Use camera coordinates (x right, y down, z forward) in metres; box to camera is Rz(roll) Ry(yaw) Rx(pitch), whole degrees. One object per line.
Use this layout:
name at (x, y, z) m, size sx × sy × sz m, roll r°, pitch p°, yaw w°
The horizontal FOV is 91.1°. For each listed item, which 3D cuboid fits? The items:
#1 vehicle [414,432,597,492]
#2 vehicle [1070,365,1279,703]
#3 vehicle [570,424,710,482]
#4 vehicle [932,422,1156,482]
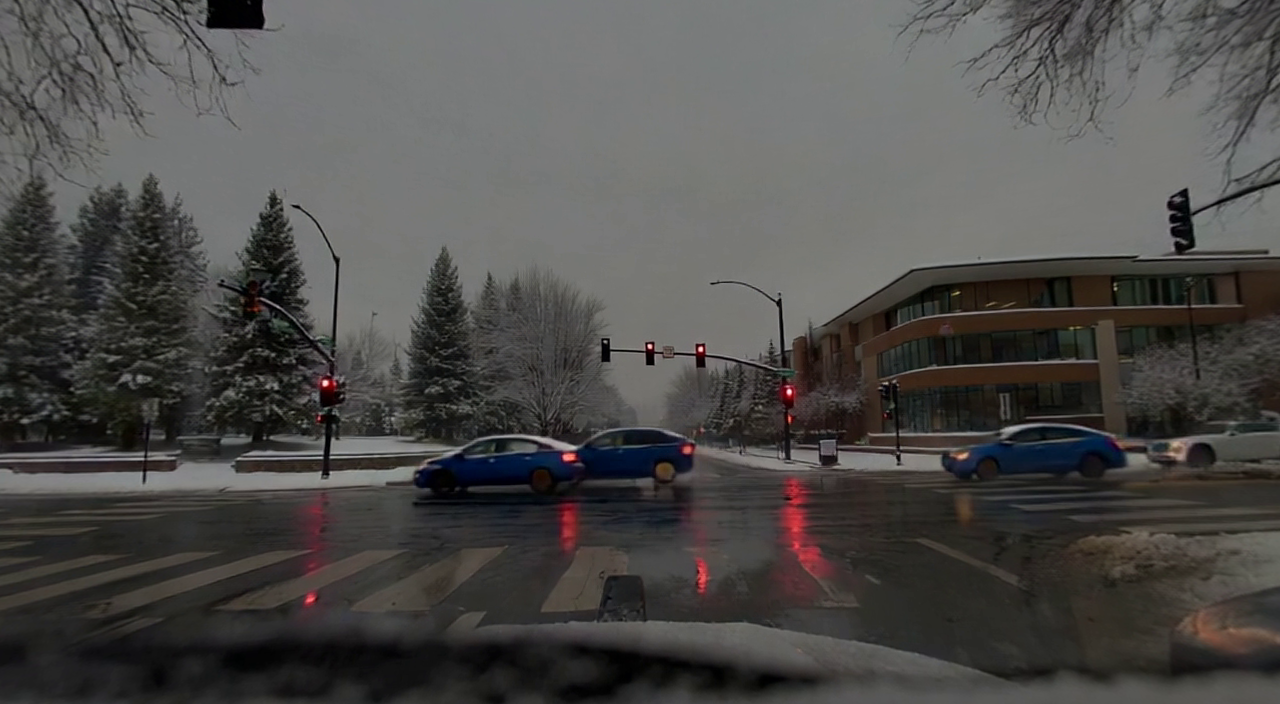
vehicle at (-3.459, 2.925, 16.814) m, size 4.464 × 1.472 × 1.867 m, roll 0°, pitch -8°, yaw 0°
vehicle at (2.890, 0.675, 0.831) m, size 1.947 × 1.576 × 3.825 m, roll 0°, pitch -8°, yaw 1°
vehicle at (0.006, 3.279, 20.535) m, size 4.363 × 1.757 × 1.926 m, roll 0°, pitch -8°, yaw 1°
vehicle at (10.738, 2.685, 16.957) m, size 4.723 × 1.484 × 1.883 m, roll 0°, pitch -8°, yaw 0°
